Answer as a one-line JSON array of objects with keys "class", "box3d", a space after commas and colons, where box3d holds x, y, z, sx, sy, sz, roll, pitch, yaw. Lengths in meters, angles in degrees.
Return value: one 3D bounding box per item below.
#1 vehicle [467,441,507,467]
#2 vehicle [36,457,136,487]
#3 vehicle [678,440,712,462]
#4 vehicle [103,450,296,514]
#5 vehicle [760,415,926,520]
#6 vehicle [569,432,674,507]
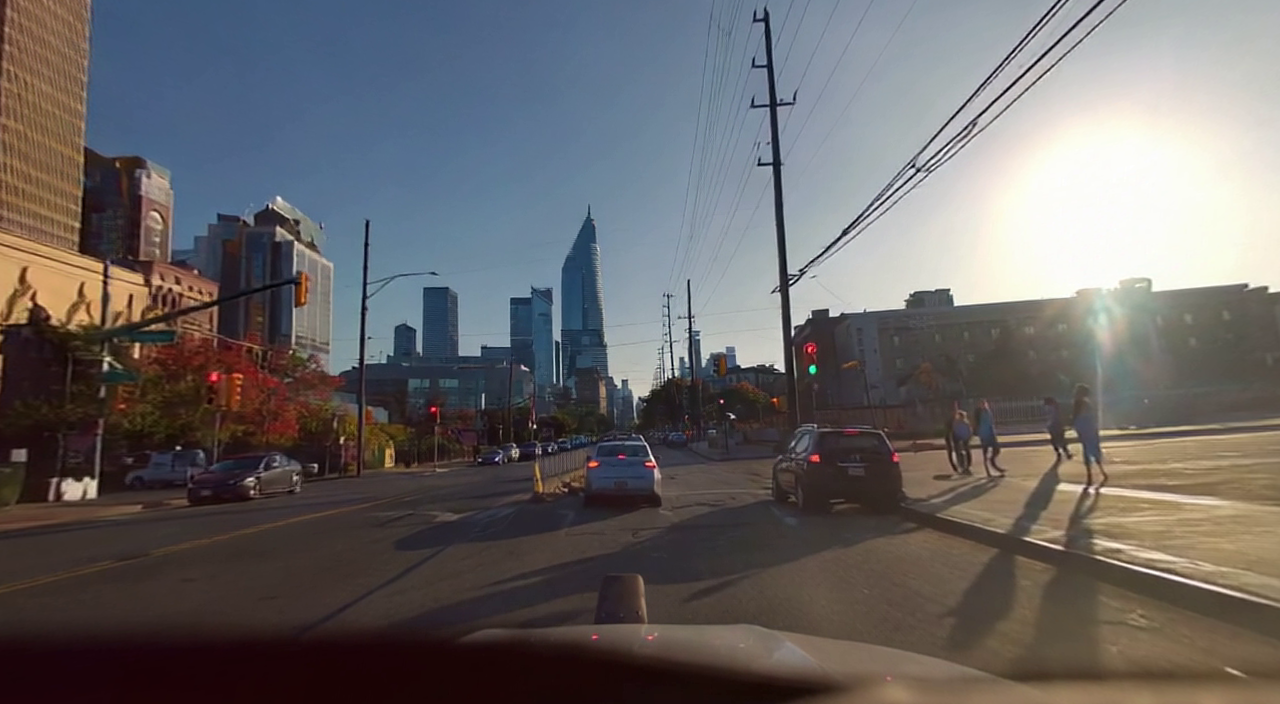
[{"class": "vehicle", "box3d": [-11.961, 7.966, 49.694, 2.104, 1.830, 4.554, -3, -8, -2]}, {"class": "vehicle", "box3d": [-31.770, 6.876, 36.324, 3.932, 1.671, 1.853, 0, -9, 0]}, {"class": "vehicle", "box3d": [3.891, 7.072, 45.406, 1.933, 1.479, 4.430, 0, -9, -1]}, {"class": "vehicle", "box3d": [-11.985, 3.529, 17.695, 1.980, 1.502, 4.655, 0, -9, 1]}, {"class": "vehicle", "box3d": [3.887, 2.290, 12.998, 2.015, 1.780, 4.261, 0, -9, 1]}, {"class": "vehicle", "box3d": [-0.384, 2.623, 14.533, 2.049, 1.453, 4.299, 0, -9, -1]}]
